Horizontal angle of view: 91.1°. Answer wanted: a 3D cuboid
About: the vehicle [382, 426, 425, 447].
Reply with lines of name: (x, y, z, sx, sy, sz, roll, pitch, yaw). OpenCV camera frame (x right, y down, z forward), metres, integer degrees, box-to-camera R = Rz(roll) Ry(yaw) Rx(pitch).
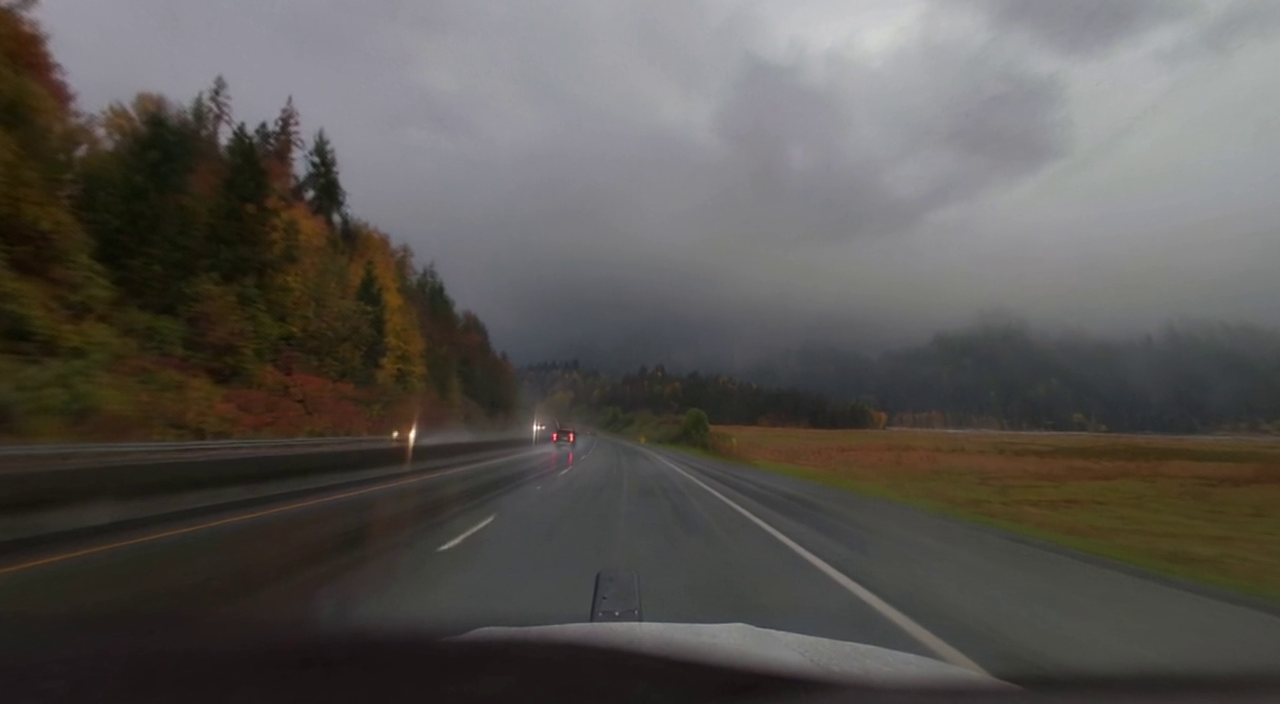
vehicle: (-18.624, 6.680, 49.674, 1.890, 1.570, 4.318, 0, -8, -2)
